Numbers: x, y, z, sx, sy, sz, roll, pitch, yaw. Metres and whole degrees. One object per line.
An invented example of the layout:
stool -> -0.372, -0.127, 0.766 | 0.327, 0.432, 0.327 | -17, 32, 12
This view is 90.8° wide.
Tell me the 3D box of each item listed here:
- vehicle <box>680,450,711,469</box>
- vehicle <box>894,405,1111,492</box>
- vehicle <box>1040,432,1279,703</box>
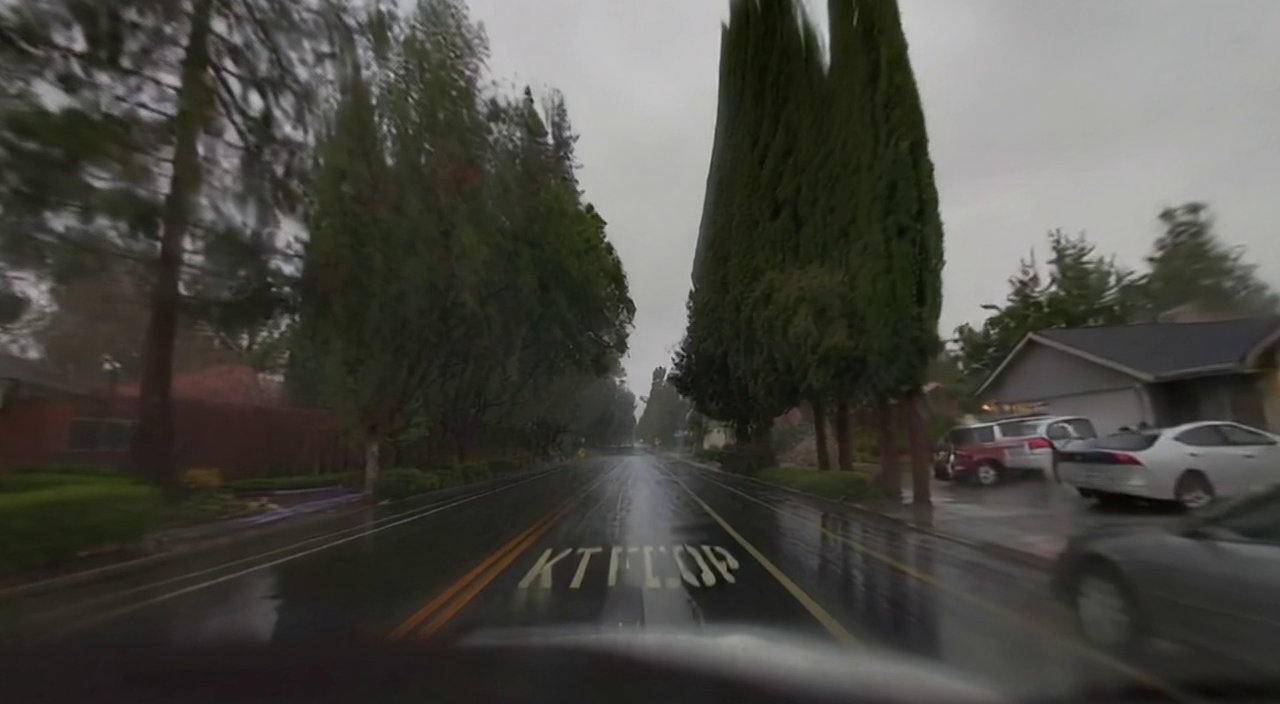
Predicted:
vehicle -> 4.069, 7.921, 46.732 | 1.855, 1.338, 3.872 | 0, -9, -1
vehicle -> 10.930, 2.953, 19.416 | 5.148, 1.978, 2.126 | -6, -8, 2
vehicle -> 4.224, 1.123, 2.807 | 1.988, 1.537, 4.350 | 0, -9, -1
